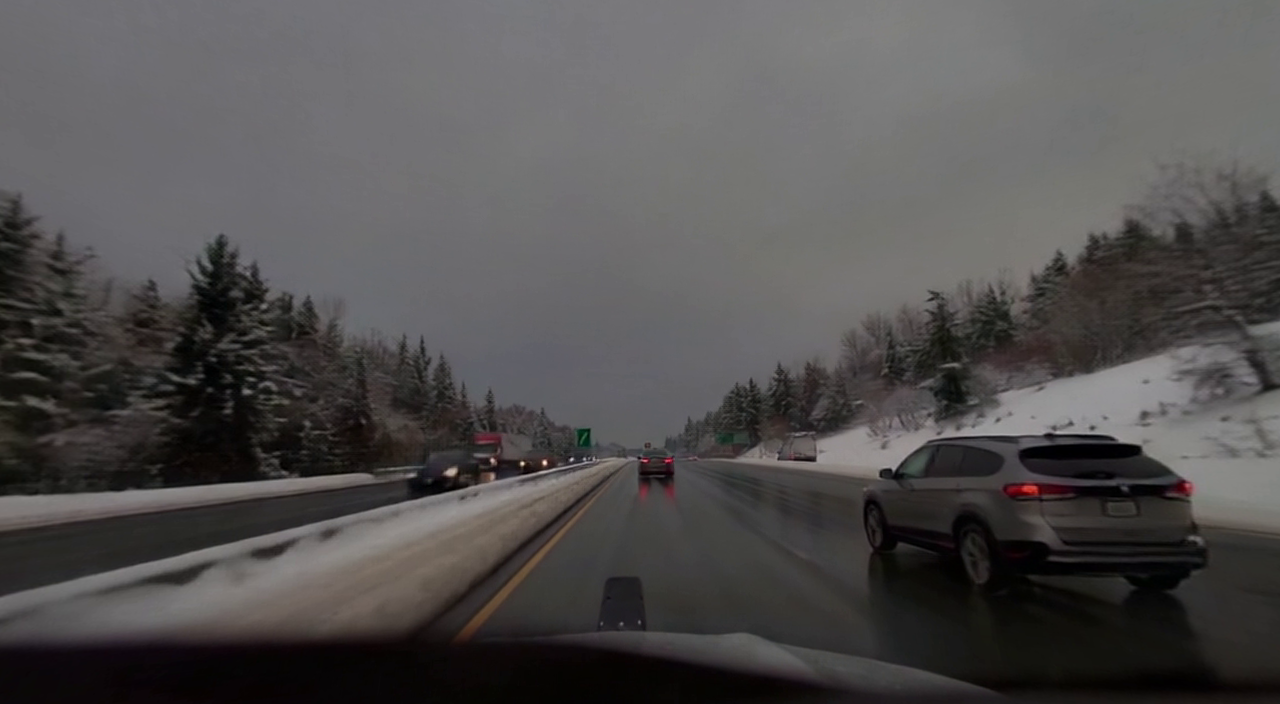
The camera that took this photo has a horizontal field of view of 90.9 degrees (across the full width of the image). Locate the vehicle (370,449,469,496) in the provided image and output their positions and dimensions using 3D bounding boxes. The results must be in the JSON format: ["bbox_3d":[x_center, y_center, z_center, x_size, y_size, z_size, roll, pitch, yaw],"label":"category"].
[{"bbox_3d":[-7.798,4.287,22.806,1.922,1.501,4.532,0,-9,0],"label":"vehicle"}]

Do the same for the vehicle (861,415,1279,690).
[{"bbox_3d":[3.793,1.424,5.640,2.029,1.475,4.279,0,-9,-1],"label":"vehicle"}]

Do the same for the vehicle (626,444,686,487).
[{"bbox_3d":[0.597,4.482,25.151,2.177,1.520,4.278,0,-9,0],"label":"vehicle"}]
